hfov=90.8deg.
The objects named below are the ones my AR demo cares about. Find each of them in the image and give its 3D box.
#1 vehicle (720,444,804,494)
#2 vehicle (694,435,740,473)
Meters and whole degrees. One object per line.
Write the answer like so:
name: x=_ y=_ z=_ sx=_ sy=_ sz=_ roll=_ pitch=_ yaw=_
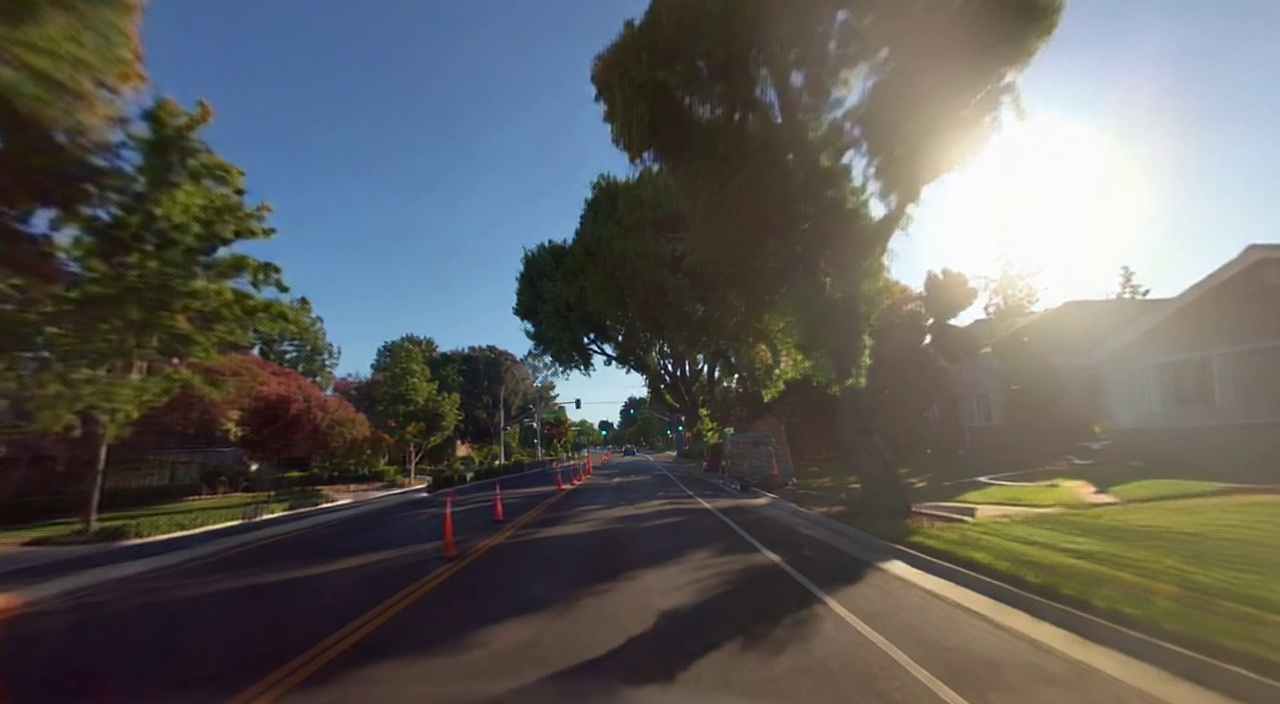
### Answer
vehicle: x=3.807 y=3.714 z=20.509 sx=1.870 sy=1.441 sz=4.539 roll=0 pitch=-8 yaw=1
vehicle: x=4.095 y=5.480 z=34.168 sx=2.241 sy=1.935 sz=3.270 roll=-1 pitch=-8 yaw=4
